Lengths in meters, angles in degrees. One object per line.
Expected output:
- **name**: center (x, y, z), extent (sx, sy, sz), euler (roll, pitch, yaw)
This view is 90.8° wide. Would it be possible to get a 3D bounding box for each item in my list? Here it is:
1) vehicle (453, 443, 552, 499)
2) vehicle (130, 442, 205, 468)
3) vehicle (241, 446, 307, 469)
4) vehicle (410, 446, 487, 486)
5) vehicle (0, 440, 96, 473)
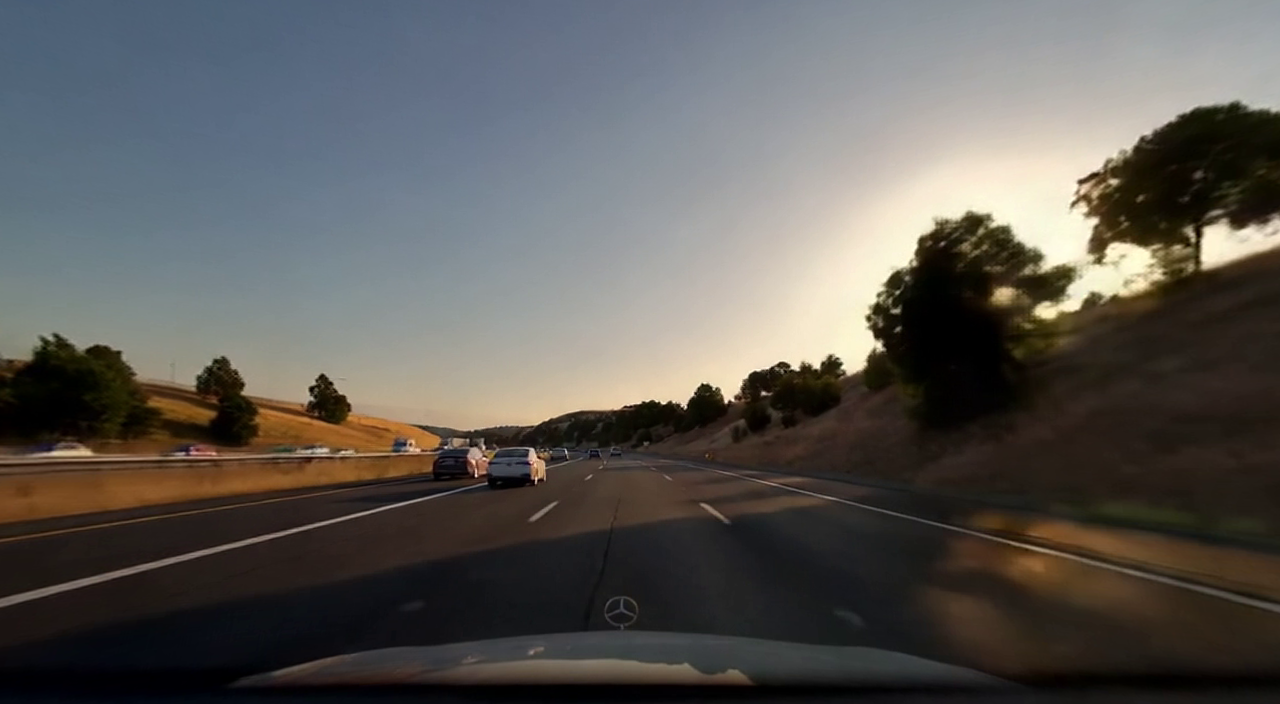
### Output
- **vehicle**: center (-4.097, 3.632, 19.684), extent (2.073, 1.516, 4.478), euler (0, -9, 0)
- **vehicle**: center (-34.412, 7.525, 46.169), extent (2.172, 1.768, 4.652), euler (1, -9, -5)
- **vehicle**: center (-25.347, 7.319, 43.935), extent (1.886, 1.467, 4.643), euler (0, -9, -1)
- **vehicle**: center (-7.978, 4.778, 26.751), extent (2.023, 1.519, 4.150), euler (0, -9, -1)
- **vehicle**: center (-33.182, 5.781, 35.024), extent (1.959, 1.681, 4.590), euler (0, -9, -2)
